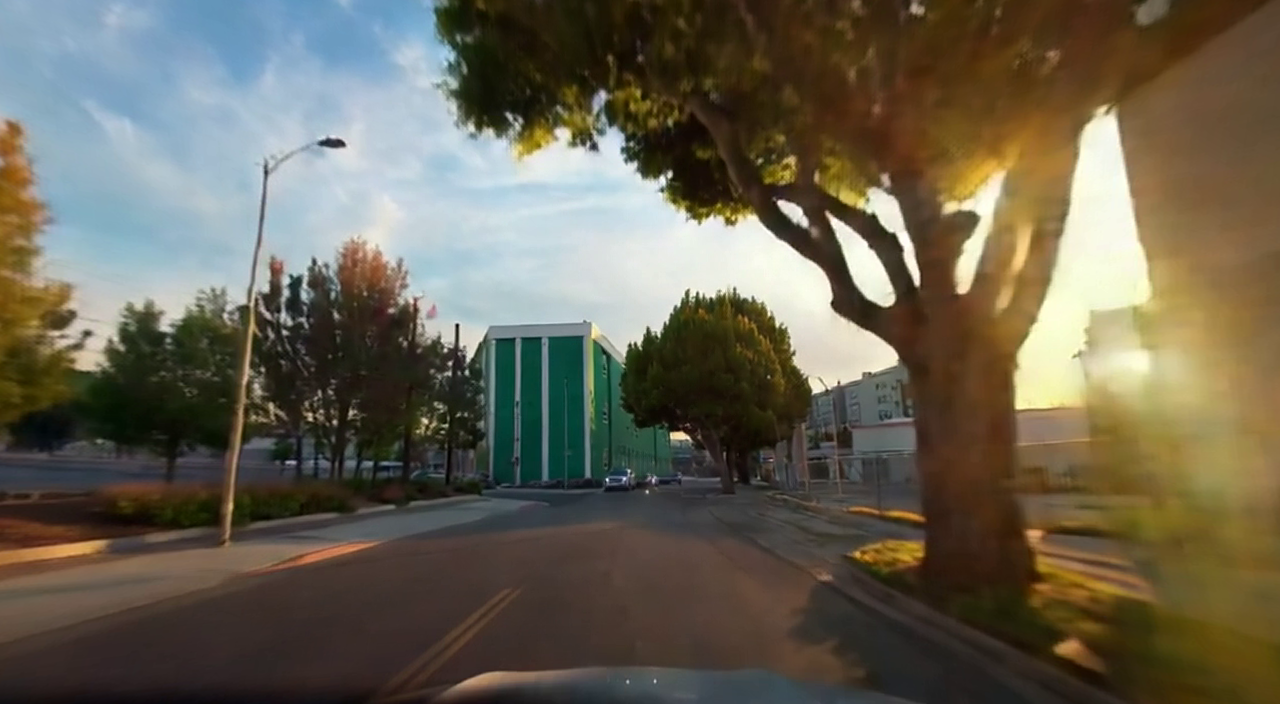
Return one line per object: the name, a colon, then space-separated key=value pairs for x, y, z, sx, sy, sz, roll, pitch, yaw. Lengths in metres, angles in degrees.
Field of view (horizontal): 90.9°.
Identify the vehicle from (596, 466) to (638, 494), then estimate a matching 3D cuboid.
vehicle: x=-1.543 y=9.018 z=44.492 sx=2.022 sy=1.776 sz=4.625 roll=-3 pitch=-10 yaw=10
